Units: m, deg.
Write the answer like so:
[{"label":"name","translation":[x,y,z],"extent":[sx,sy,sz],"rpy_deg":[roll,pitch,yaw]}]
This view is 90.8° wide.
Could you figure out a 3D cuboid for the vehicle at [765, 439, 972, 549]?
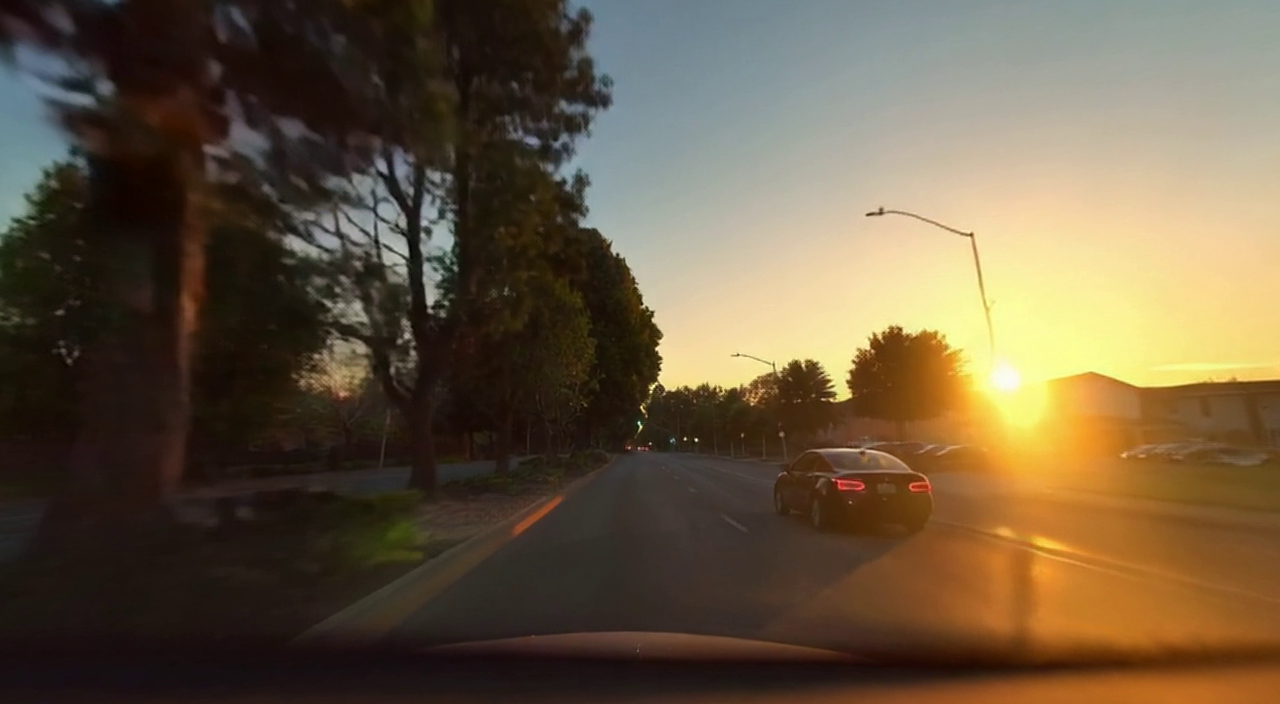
[{"label":"vehicle","translation":[3.483,2.226,10.581],"extent":[1.852,1.453,4.083],"rpy_deg":[0,-9,-1]}]

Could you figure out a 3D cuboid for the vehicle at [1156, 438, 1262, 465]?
[{"label":"vehicle","translation":[41.099,7.192,45.743],"extent":[5.347,1.882,2.307],"rpy_deg":[0,-9,0]}]
